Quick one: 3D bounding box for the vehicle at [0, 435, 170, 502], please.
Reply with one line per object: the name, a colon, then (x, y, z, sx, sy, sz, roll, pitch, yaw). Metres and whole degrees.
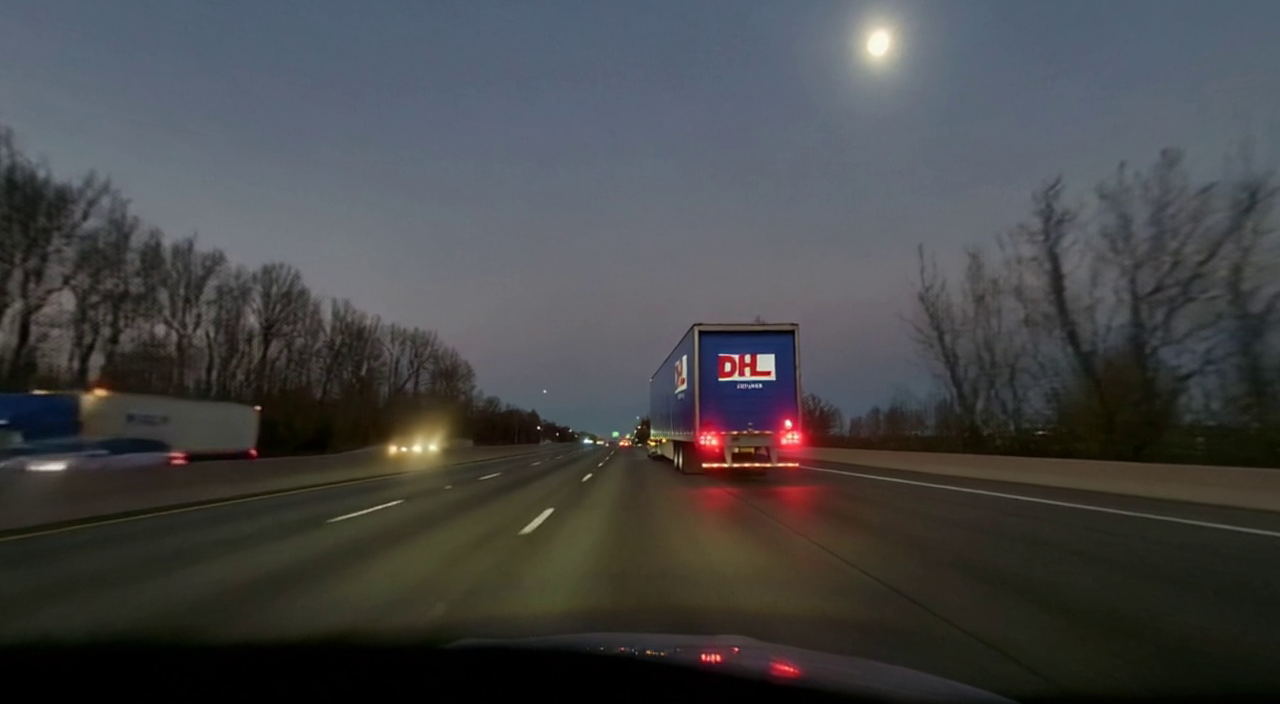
vehicle: (-16.367, 3.221, 18.049, 2.030, 1.655, 4.893, 0, -8, -1)

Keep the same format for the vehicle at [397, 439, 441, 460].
vehicle: (-16.976, 7.506, 48.560, 1.829, 1.490, 4.552, 0, -8, -1)

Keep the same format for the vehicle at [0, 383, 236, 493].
vehicle: (-23.053, 3.748, 27.642, 3.063, 3.783, 11.601, 0, -8, -1)

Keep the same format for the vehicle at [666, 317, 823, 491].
vehicle: (2.696, 1.814, 19.662, 3.011, 4.211, 8.926, 0, -8, -2)
